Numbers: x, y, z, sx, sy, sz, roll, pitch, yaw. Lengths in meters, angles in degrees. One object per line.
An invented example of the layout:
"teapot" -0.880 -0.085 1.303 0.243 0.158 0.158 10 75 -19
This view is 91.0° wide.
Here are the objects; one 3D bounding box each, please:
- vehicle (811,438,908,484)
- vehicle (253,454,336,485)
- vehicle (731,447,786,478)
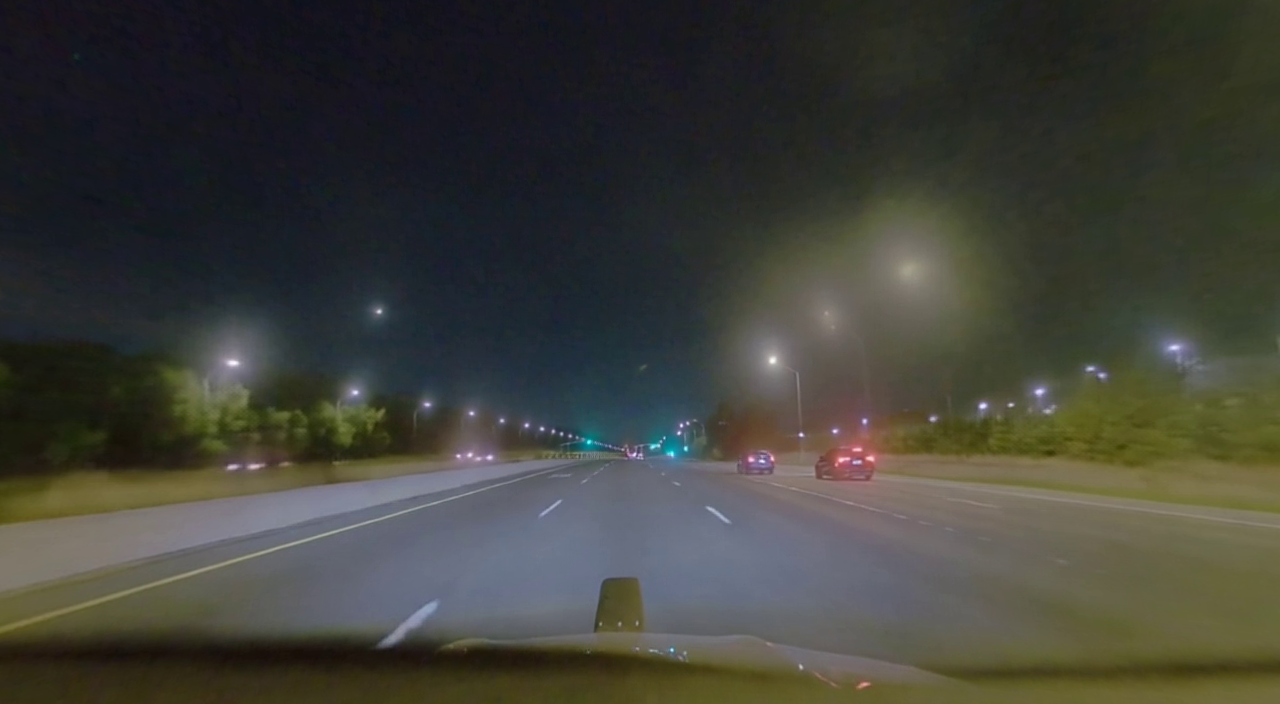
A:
"vehicle" 10.055 5.062 29.491 2.387 1.936 5.646 0 -9 -1
"vehicle" -17.929 6.096 32.910 1.885 1.491 4.302 0 -9 0
"vehicle" 6.397 6.000 34.418 2.053 1.553 4.463 0 -9 -1
